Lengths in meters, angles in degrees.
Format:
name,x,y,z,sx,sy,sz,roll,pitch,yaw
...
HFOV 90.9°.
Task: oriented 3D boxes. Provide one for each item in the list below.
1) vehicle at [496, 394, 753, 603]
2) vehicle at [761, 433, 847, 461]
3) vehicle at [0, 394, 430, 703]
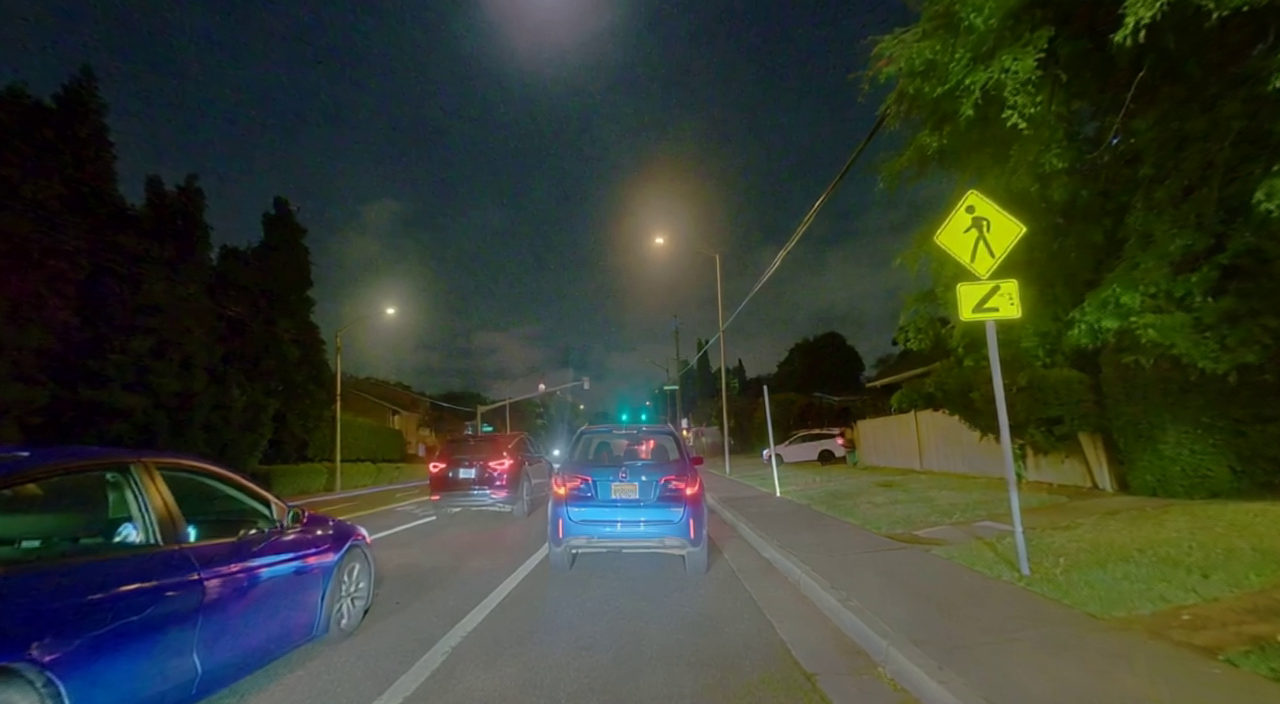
name,x,y,z,sx,sy,sz,roll,pitch,yaw
vehicle,-0.133,1.509,7.254,2.120,1.718,3.909,0,-9,0
vehicle,9.307,5.445,35.999,4.456,1.504,1.914,-1,-9,5
vehicle,-2.865,1.054,3.089,1.968,1.472,4.685,0,-9,1
